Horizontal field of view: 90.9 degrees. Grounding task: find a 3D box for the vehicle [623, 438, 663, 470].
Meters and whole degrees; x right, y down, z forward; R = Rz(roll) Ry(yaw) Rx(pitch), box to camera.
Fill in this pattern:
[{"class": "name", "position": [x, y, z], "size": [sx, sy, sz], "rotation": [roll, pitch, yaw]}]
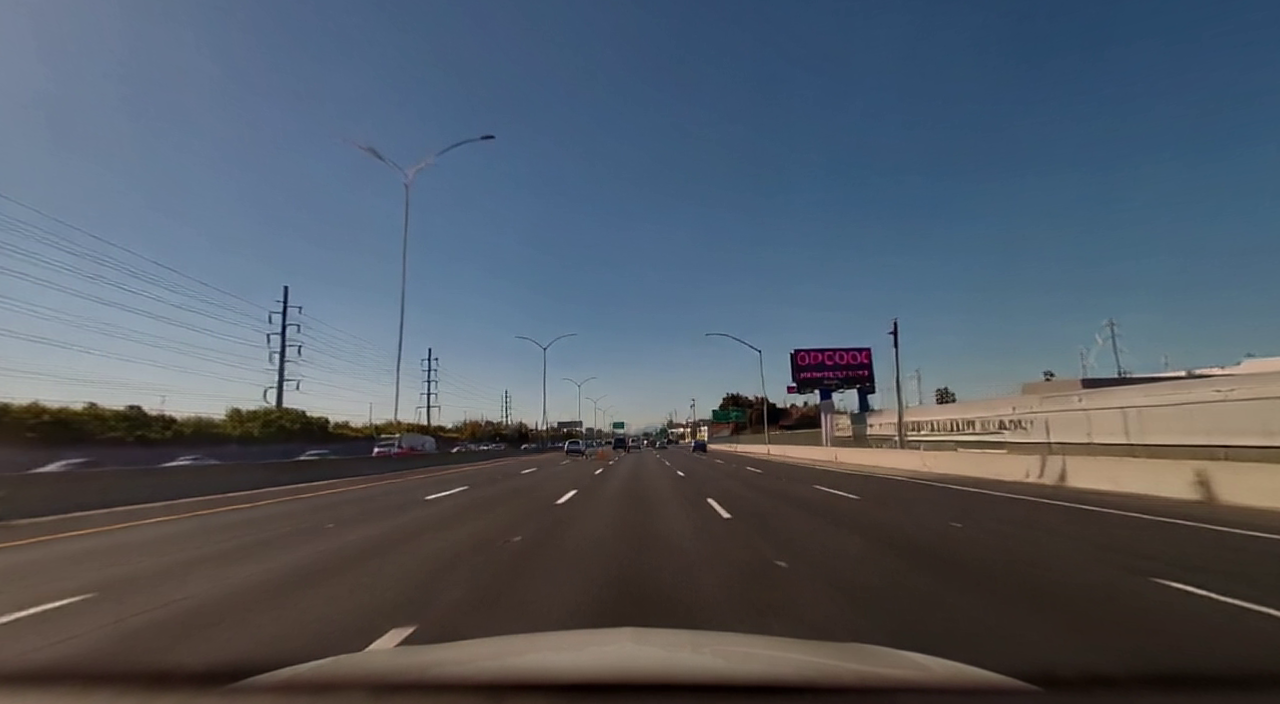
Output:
[{"class": "vehicle", "position": [0.164, 5.040, 31.369], "size": [1.891, 1.444, 3.968], "rotation": [0, -8, 1]}]
